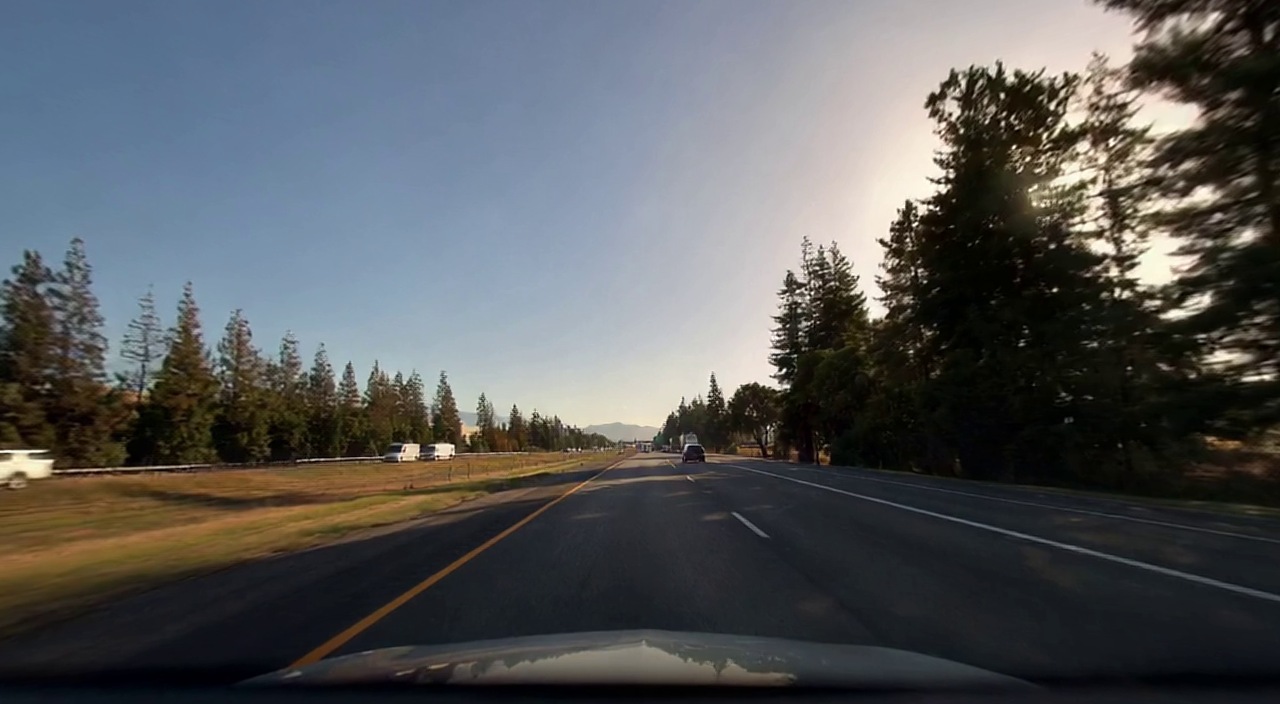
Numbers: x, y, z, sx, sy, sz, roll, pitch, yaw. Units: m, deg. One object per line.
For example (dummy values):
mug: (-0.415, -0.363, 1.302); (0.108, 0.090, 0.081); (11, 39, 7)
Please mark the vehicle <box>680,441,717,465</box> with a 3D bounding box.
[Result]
vehicle: (3.894, 6.829, 42.903); (2.062, 1.518, 4.026); (0, -8, -1)
